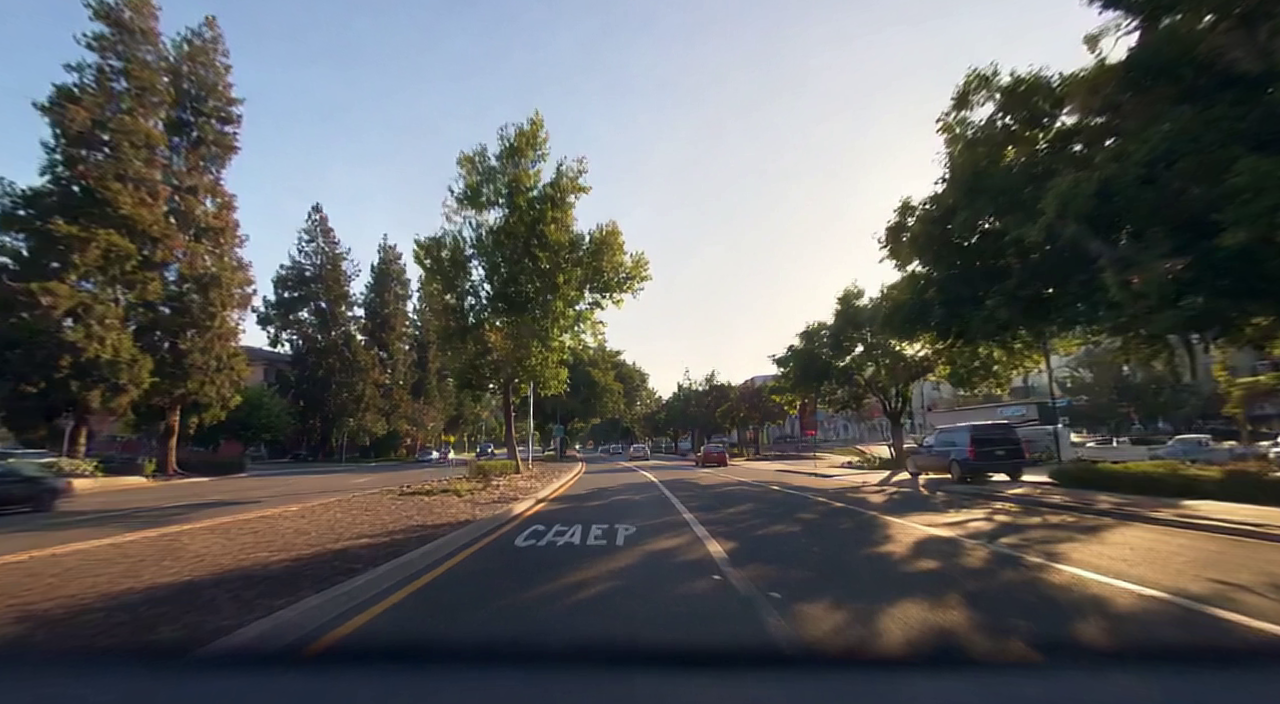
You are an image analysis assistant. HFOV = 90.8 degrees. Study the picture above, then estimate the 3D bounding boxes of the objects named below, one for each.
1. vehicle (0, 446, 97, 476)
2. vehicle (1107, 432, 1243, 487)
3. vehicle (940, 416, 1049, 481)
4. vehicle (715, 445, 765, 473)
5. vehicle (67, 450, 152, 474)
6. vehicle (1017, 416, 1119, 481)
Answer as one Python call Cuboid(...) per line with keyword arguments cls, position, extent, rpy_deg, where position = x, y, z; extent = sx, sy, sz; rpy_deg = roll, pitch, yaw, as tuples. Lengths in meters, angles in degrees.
Cuboid(cls="vehicle", position=(-30.737, 5.543, 32.237), extent=(4.087, 1.473, 1.925), rpy_deg=(0, -8, -4))
Cuboid(cls="vehicle", position=(22.730, 4.568, 27.312), extent=(2.620, 2.036, 6.631), rpy_deg=(-4, -9, 24))
Cuboid(cls="vehicle", position=(16.384, 4.406, 29.014), extent=(6.233, 2.676, 2.430), rpy_deg=(8, -11, -43))
Cuboid(cls="vehicle", position=(5.610, 6.068, 35.972), extent=(1.876, 1.474, 4.126), rpy_deg=(0, -8, -4))
Cuboid(cls="vehicle", position=(-31.740, 6.581, 37.844), extent=(3.380, 1.366, 1.777), rpy_deg=(1, -9, -5))
Cuboid(cls="vehicle", position=(18.433, 4.230, 27.075), extent=(6.051, 2.447, 2.293), rpy_deg=(11, -14, -44))
